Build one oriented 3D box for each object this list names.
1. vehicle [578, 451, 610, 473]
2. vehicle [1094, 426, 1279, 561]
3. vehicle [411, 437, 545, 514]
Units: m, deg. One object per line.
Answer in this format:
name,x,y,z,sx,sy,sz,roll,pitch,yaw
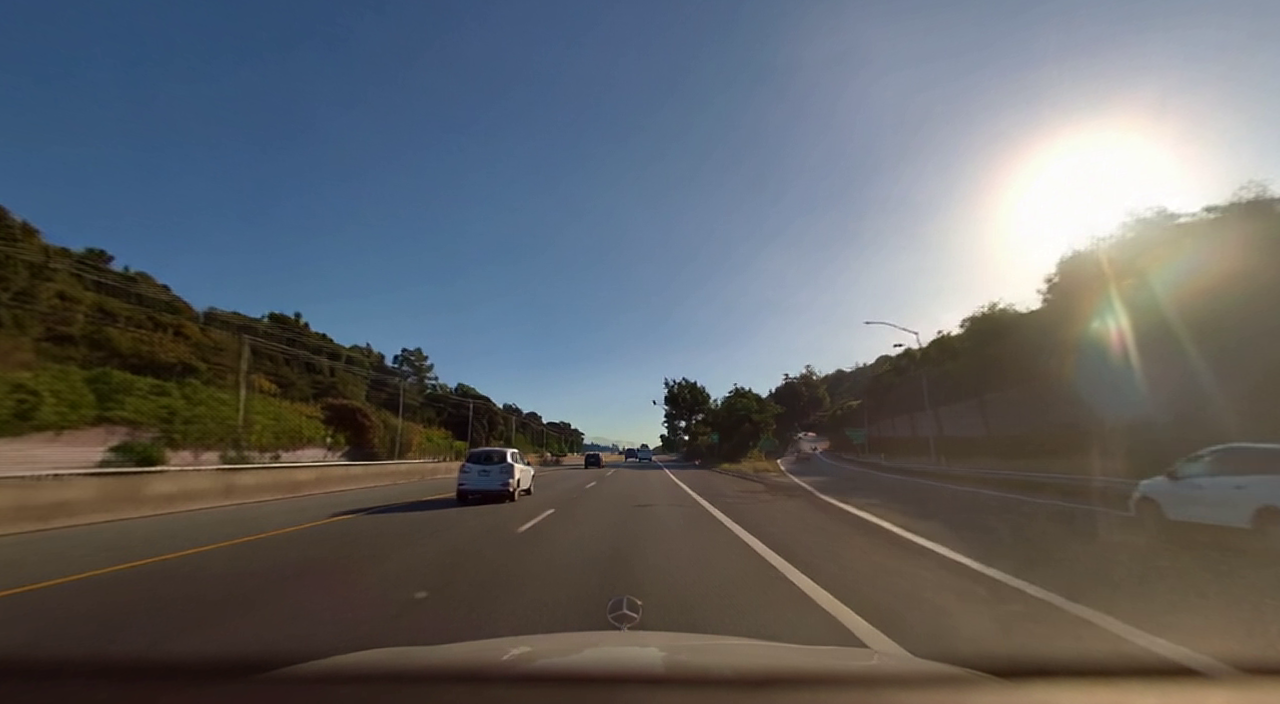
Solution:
vehicle,-3.403,8.149,46.902,1.997,1.540,3.906,0,-9,1
vehicle,8.543,1.797,8.253,2.020,1.548,4.715,-1,-9,6
vehicle,-3.911,3.075,16.156,2.263,1.696,4.321,0,-9,0
